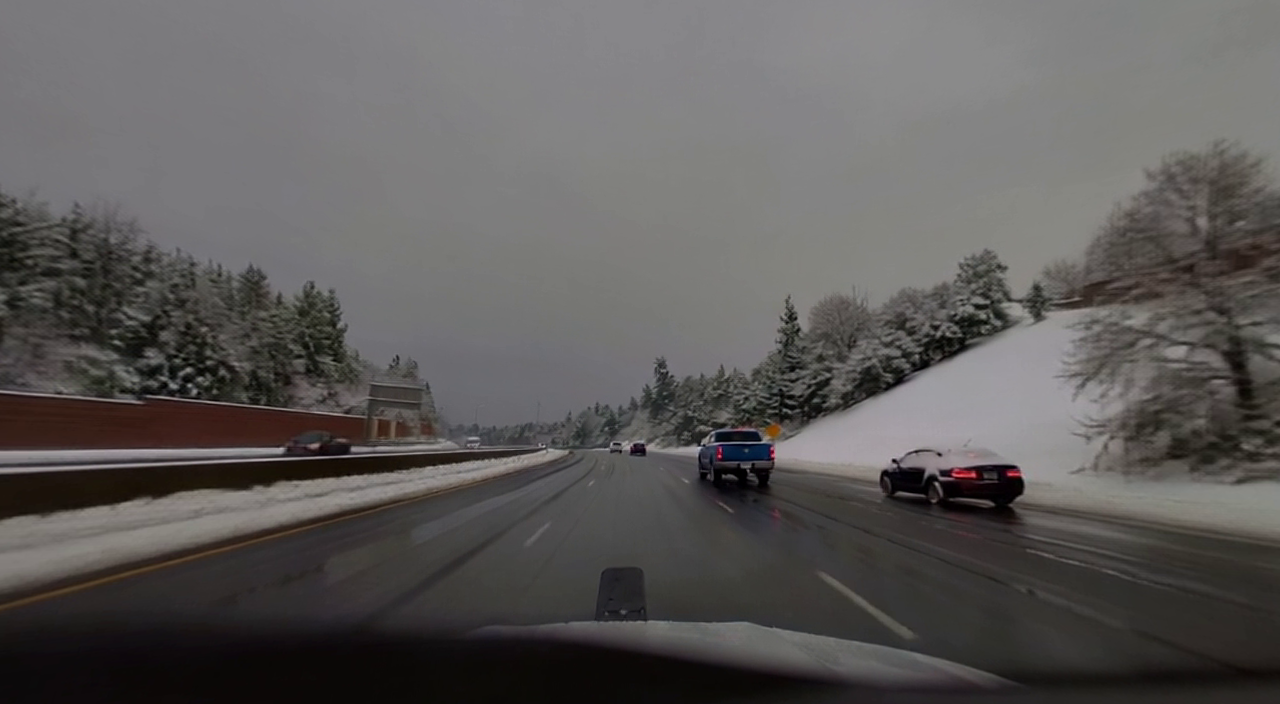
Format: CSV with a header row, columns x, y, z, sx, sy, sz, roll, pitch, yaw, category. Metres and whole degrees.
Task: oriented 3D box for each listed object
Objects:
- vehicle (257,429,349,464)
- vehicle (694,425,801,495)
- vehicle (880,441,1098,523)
x,y,z,sx,sy,sz,roll,pitch,yaw,category
-18.280,5.181,34.555,2.300,1.752,5.188,0,-8,-2,vehicle
3.312,3.484,20.809,2.374,1.952,5.431,0,-8,-2,vehicle
7.425,2.775,14.196,1.976,1.485,4.925,0,-8,-2,vehicle
